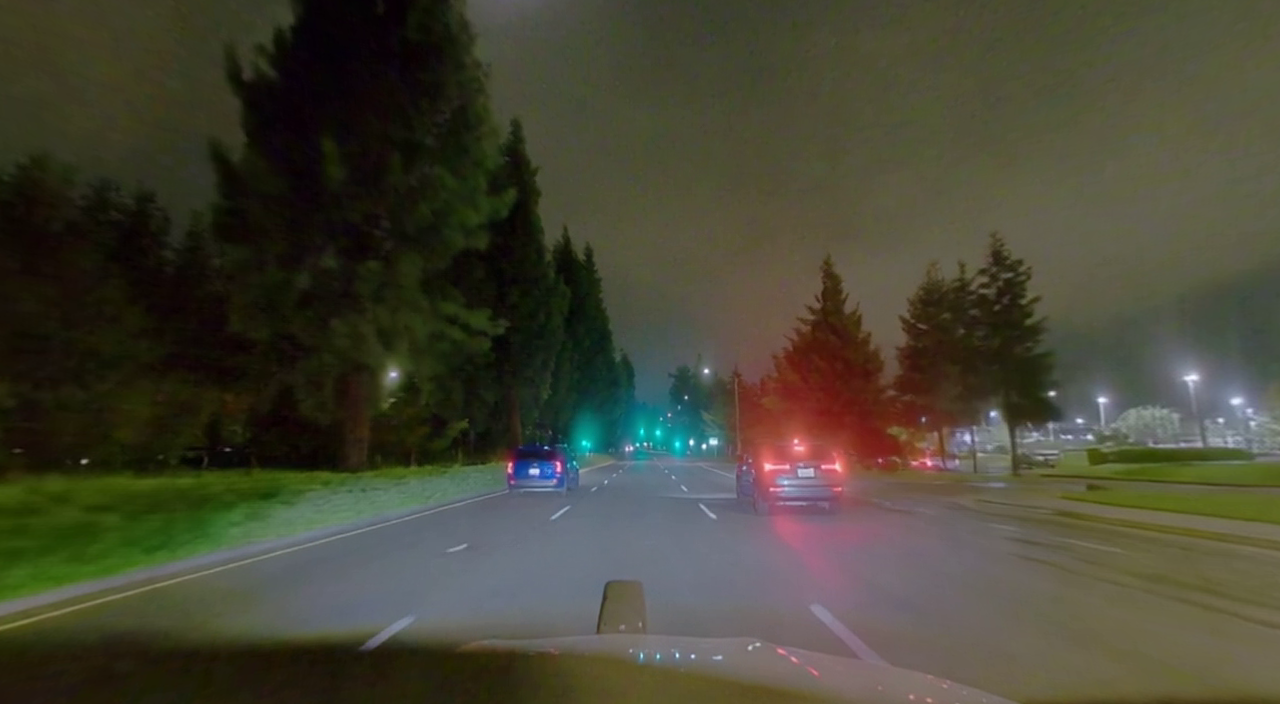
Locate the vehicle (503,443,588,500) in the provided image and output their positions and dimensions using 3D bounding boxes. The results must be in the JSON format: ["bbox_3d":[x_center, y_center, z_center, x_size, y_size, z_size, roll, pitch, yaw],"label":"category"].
[{"bbox_3d":[-2.953,3.826,20.557,2.025,1.635,4.293,0,-9,1],"label":"vehicle"}]

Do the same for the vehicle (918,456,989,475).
[{"bbox_3d":[24.585,8.900,49.335,4.587,1.460,1.924,0,-9,1],"label":"vehicle"}]

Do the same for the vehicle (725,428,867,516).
[{"bbox_3d":[3.525,2.831,15.365,2.087,1.759,5.040,0,-9,-1],"label":"vehicle"}]
